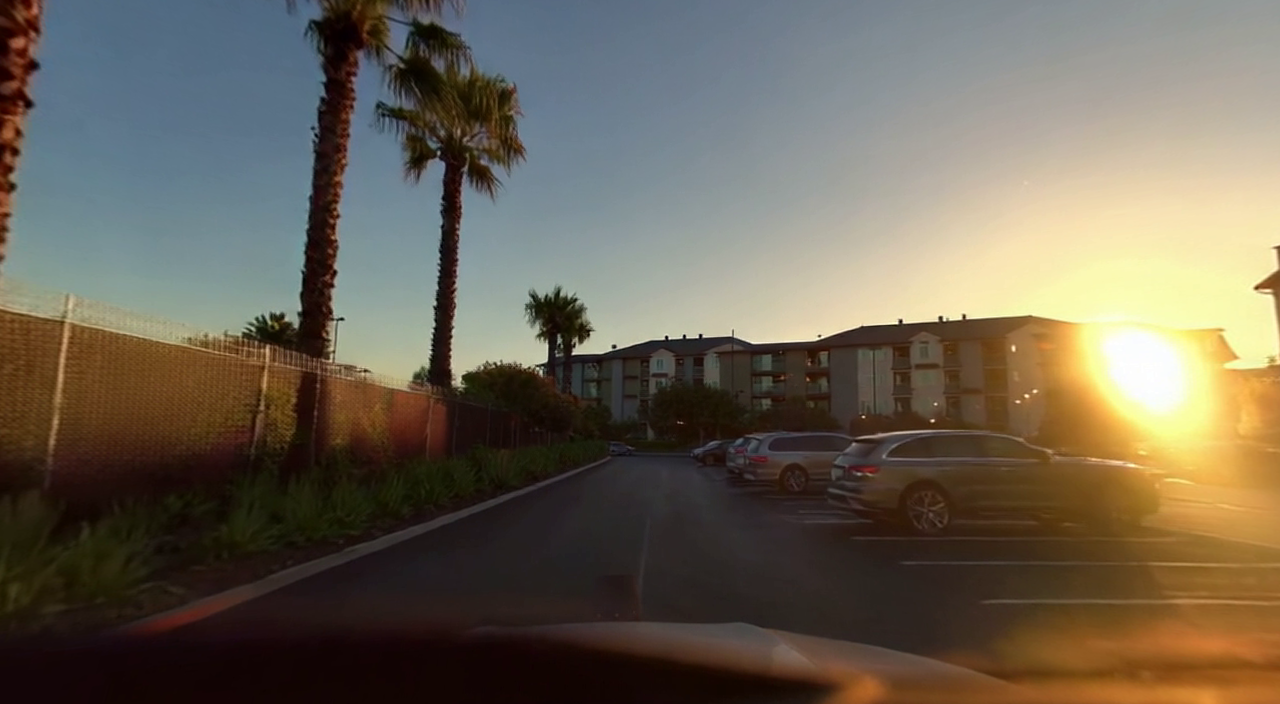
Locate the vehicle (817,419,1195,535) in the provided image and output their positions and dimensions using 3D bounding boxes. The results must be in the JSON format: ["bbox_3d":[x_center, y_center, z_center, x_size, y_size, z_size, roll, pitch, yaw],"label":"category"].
[{"bbox_3d":[6.146,2.144,11.154,5.381,1.826,2.047,0,-9,-2],"label":"vehicle"}]
